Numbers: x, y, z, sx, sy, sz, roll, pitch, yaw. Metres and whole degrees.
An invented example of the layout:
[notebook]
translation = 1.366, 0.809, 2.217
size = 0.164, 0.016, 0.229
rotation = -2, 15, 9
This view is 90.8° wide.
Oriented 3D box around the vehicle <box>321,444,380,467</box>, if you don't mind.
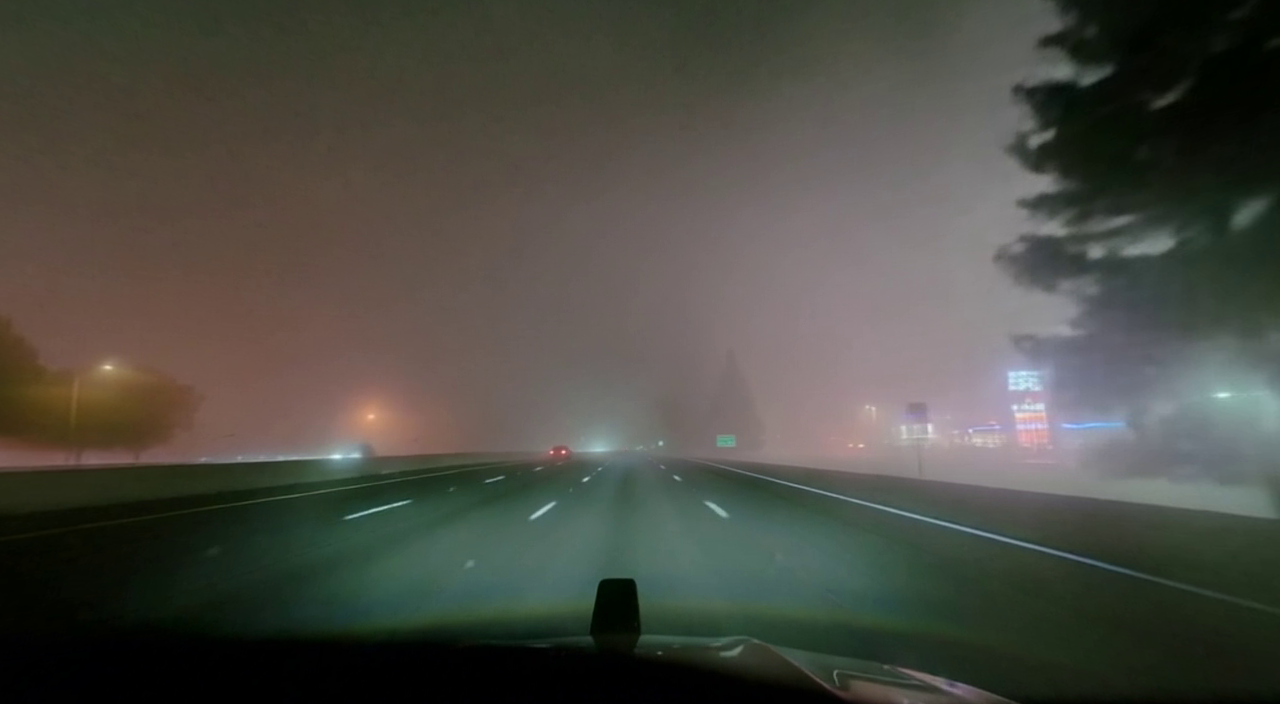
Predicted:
[vehicle]
translation = -22.762, 8.144, 49.931
size = 2.067, 1.638, 5.404
rotation = 0, -9, 0
